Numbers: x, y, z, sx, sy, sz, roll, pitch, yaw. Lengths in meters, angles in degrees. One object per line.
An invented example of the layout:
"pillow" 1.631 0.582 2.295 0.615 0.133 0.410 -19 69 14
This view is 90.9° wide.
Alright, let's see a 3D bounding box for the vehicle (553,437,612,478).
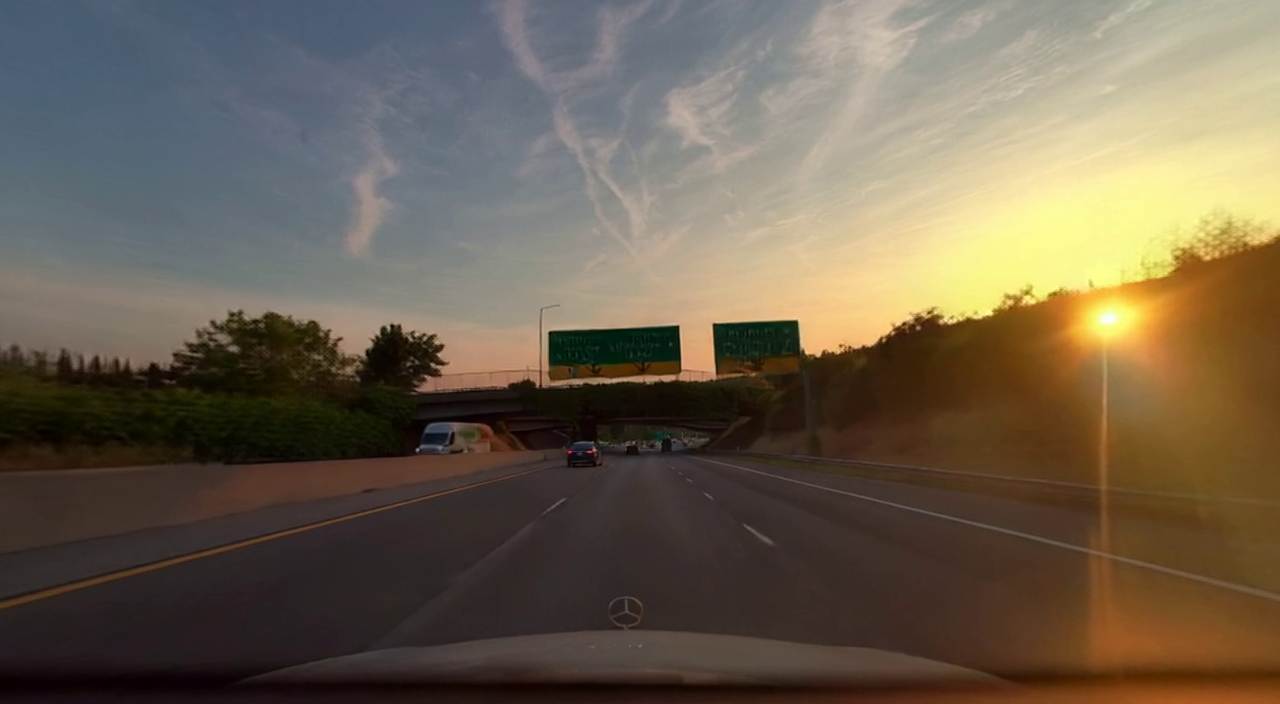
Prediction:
"vehicle" -2.460 4.677 28.119 2.183 1.662 3.968 0 -9 1
